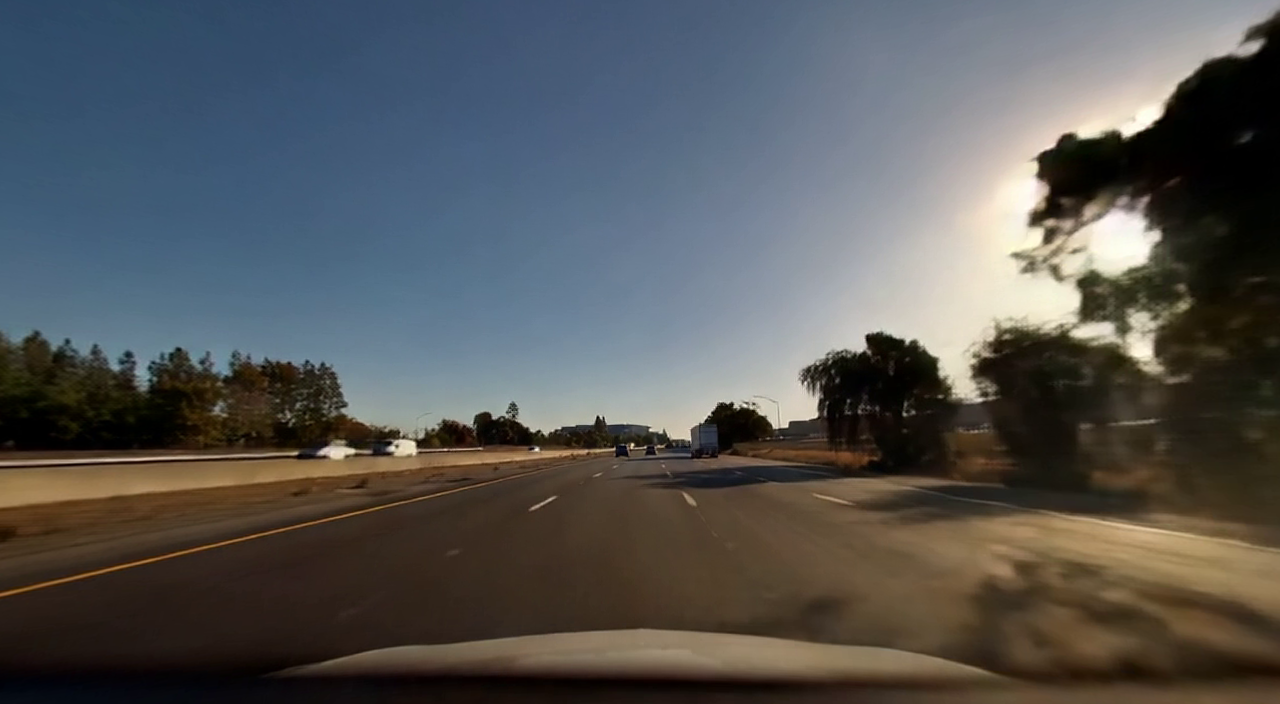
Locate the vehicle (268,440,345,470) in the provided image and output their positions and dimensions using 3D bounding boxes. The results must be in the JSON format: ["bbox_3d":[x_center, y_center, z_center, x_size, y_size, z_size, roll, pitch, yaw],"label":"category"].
[{"bbox_3d":[-24.246,7.502,46.152,2.483,2.062,5.625,0,-9,0],"label":"vehicle"}]
